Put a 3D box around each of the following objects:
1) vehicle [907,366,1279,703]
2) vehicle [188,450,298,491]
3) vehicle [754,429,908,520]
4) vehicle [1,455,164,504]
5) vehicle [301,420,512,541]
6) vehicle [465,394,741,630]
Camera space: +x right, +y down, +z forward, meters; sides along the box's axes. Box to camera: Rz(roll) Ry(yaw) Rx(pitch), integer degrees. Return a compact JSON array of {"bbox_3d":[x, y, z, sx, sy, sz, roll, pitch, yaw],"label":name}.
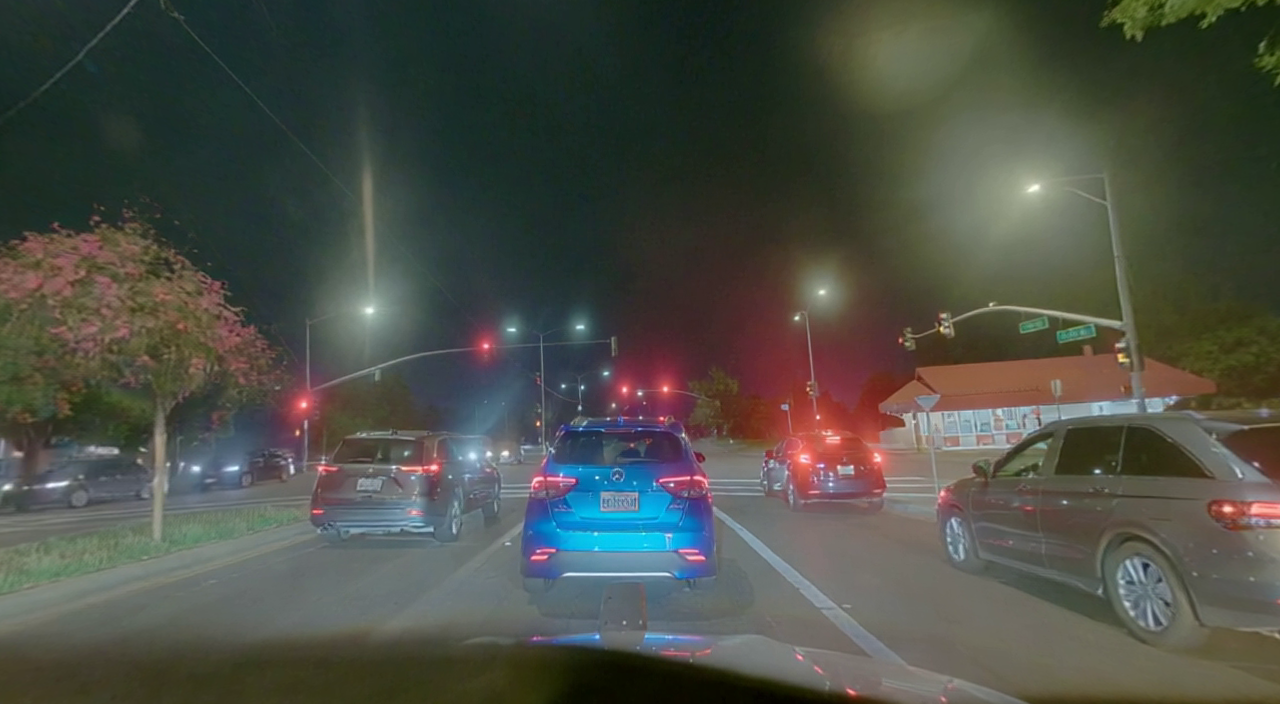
[{"bbox_3d":[4.154,1.262,5.385,2.014,1.740,4.515,0,-8,4],"label":"vehicle"},{"bbox_3d":[-15.716,4.688,25.233,1.774,1.468,3.863,0,-8,1],"label":"vehicle"},{"bbox_3d":[3.681,2.424,12.964,1.847,1.554,3.885,0,-8,-2],"label":"vehicle"},{"bbox_3d":[-19.825,4.529,22.764,1.821,1.503,4.384,0,-8,1],"label":"vehicle"},{"bbox_3d":[-3.758,2.145,11.165,2.012,1.701,4.316,0,-8,1],"label":"vehicle"},{"bbox_3d":[-0.159,1.469,6.733,2.022,1.700,4.084,0,-8,3],"label":"vehicle"}]
